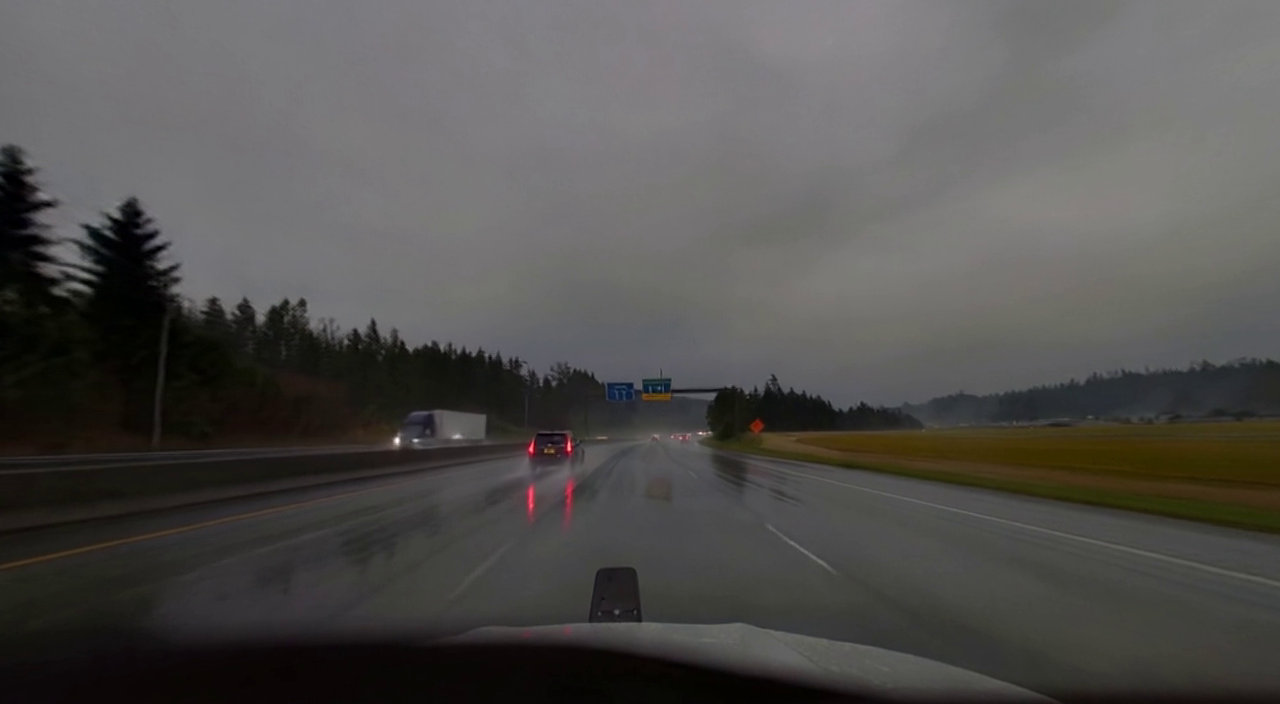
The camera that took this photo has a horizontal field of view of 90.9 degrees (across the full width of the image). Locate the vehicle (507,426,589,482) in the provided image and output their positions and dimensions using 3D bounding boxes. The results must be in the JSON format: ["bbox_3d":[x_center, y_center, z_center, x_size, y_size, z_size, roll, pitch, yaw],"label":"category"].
[{"bbox_3d":[-2.939,3.346,20.987,2.084,1.654,4.080,0,-8,0],"label":"vehicle"}]

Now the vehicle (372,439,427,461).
[{"bbox_3d":[-16.704,6.807,43.989,1.960,1.444,4.553,0,-8,1],"label":"vehicle"}]
